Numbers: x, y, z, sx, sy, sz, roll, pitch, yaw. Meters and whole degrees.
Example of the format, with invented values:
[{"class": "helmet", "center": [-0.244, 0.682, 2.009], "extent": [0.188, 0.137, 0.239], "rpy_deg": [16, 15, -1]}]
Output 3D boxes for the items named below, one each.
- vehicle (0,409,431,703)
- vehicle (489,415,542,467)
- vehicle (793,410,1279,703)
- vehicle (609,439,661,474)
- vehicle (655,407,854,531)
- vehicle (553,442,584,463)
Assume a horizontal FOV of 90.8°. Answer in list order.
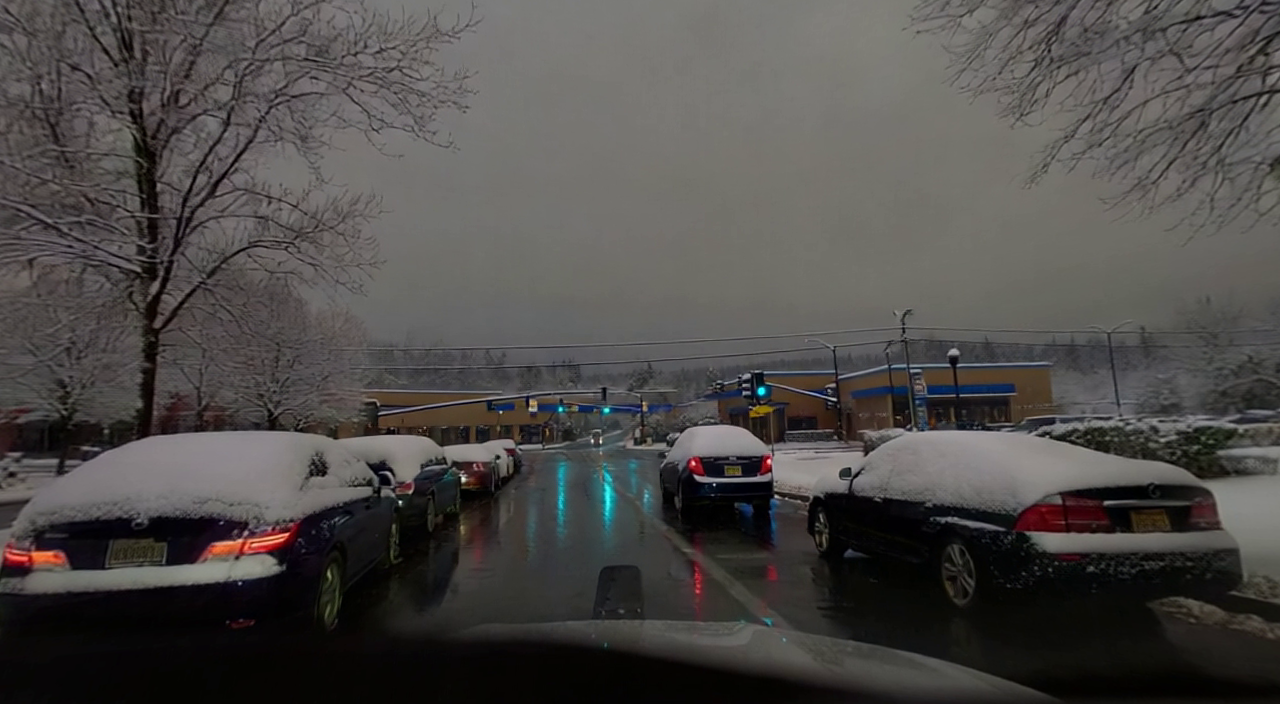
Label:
[{"class": "vehicle", "center": [-2.894, 1.339, 5.109], "extent": [1.968, 1.497, 4.286], "rpy_deg": [2, -9, -15]}, {"class": "vehicle", "center": [-8.485, 6.216, 43.930], "extent": [2.820, 3.263, 7.986], "rpy_deg": [1, -8, -6]}, {"class": "vehicle", "center": [3.155, 1.401, 5.624], "extent": [1.904, 1.494, 4.864], "rpy_deg": [1, -8, -6]}, {"class": "vehicle", "center": [-0.317, 4.789, 29.179], "extent": [1.910, 1.493, 4.490], "rpy_deg": [1, -8, -7]}, {"class": "vehicle", "center": [1.902, 2.254, 12.842], "extent": [2.324, 1.907, 5.634], "rpy_deg": [1, -8, -7]}, {"class": "vehicle", "center": [-5.274, 7.359, 46.508], "extent": [2.095, 1.473, 4.301], "rpy_deg": [1, -8, -7]}]
